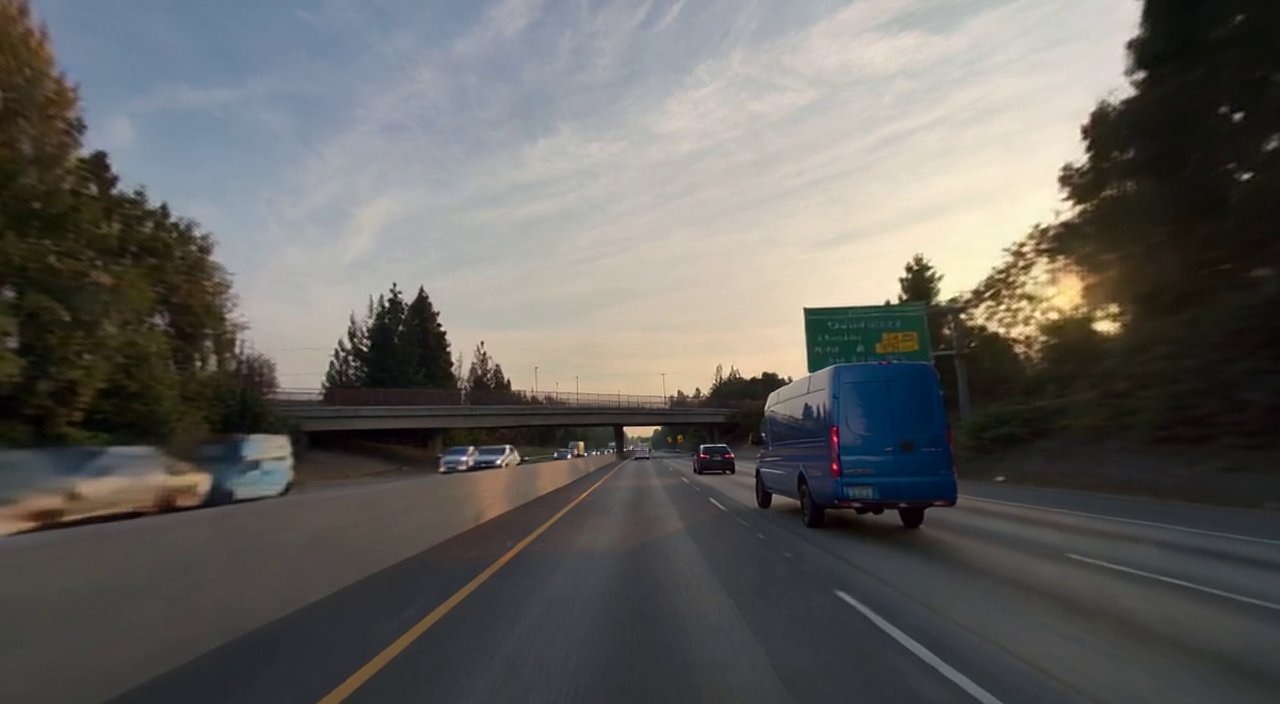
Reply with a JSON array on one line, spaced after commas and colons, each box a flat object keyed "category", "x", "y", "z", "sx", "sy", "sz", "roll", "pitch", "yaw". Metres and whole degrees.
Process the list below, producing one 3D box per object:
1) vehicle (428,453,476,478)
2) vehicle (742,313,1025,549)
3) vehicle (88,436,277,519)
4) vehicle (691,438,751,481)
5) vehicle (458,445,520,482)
[{"category": "vehicle", "x": -11.298, "y": 6.822, "z": 38.115, "sx": 1.629, "sy": 1.339, "sz": 4.110, "roll": 0, "pitch": -9, "yaw": 0}, {"category": "vehicle", "x": 3.783, "y": 1.555, "z": 11.929, "sx": 2.460, "sy": 3.155, "sz": 6.902, "roll": 0, "pitch": -9, "yaw": -1}, {"category": "vehicle", "x": -14.611, "y": 3.991, "z": 20.709, "sx": 2.215, "sy": 2.322, "sz": 5.175, "roll": 0, "pitch": -9, "yaw": 0}, {"category": "vehicle", "x": 3.516, "y": 4.769, "z": 28.147, "sx": 2.009, "sy": 1.731, "sz": 4.149, "roll": 0, "pitch": -9, "yaw": -1}, {"category": "vehicle", "x": -8.014, "y": 5.995, "z": 34.173, "sx": 1.909, "sy": 1.821, "sz": 5.661, "roll": 0, "pitch": -9, "yaw": 1}]
